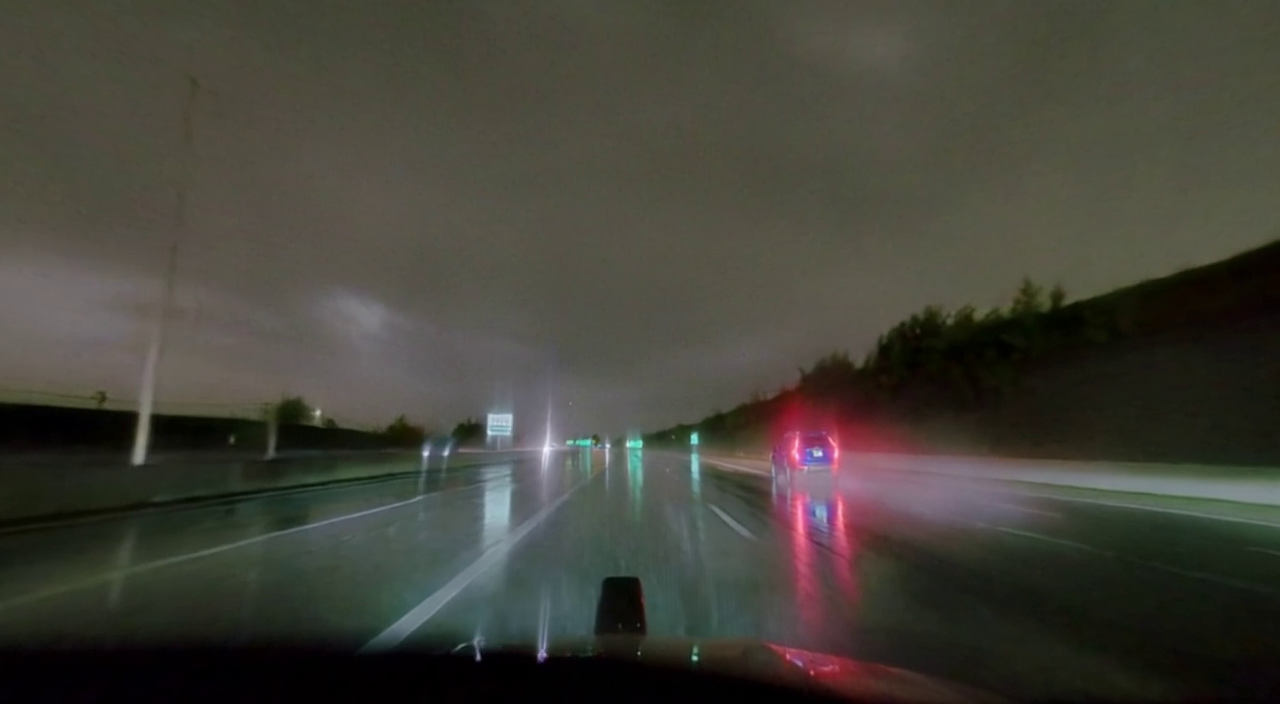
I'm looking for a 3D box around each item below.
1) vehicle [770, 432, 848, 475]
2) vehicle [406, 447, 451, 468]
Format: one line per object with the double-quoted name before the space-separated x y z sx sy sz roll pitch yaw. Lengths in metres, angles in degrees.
"vehicle" 7.333 4.444 27.765 2.091 1.711 4.383 0 -9 -2
"vehicle" -15.872 7.901 47.424 1.961 1.511 4.018 0 -9 1
